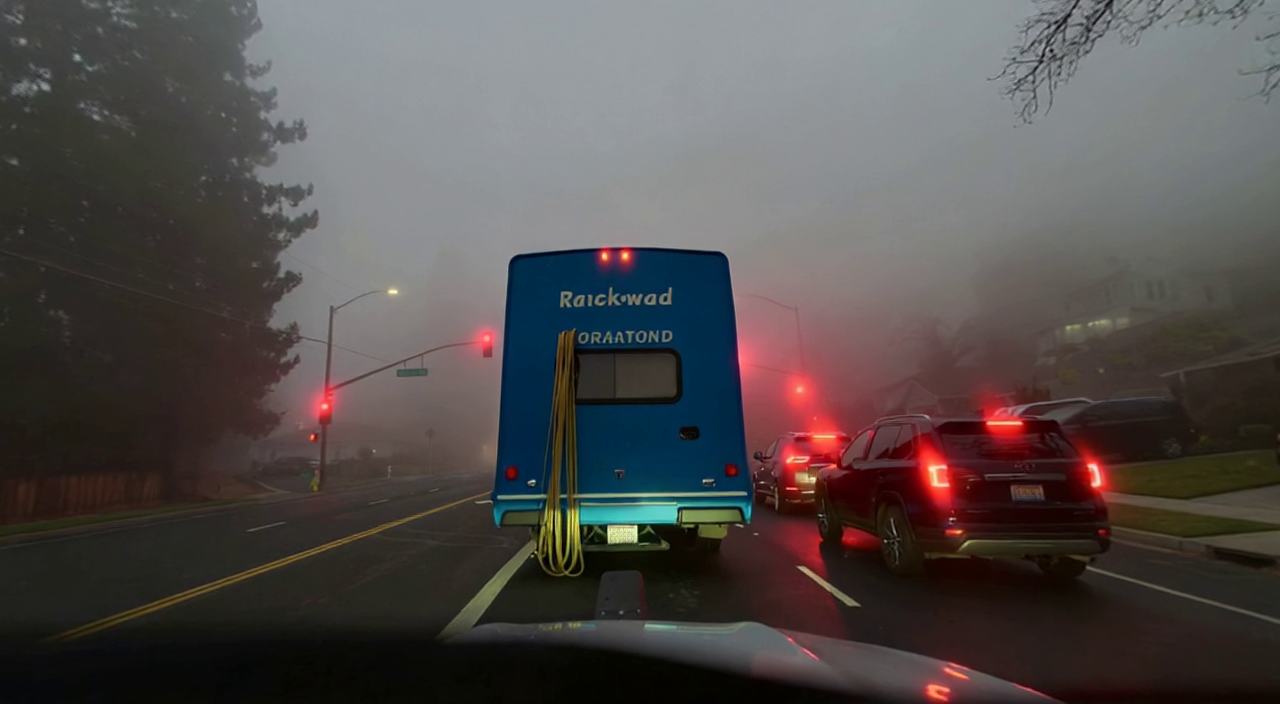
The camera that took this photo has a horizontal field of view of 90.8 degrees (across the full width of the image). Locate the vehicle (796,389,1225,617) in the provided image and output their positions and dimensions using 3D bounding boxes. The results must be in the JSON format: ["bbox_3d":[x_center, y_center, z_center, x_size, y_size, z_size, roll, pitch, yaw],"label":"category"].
[{"bbox_3d":[3.409,1.492,7.137,2.104,1.735,4.408,0,-9,0],"label":"vehicle"}]

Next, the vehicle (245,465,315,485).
[{"bbox_3d":[-27.414,9.352,48.141,4.187,1.445,1.809,0,-9,0],"label":"vehicle"}]

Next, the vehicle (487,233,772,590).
[{"bbox_3d":[-0.106,1.123,10.307,2.709,3.511,8.213,0,-9,0],"label":"vehicle"}]

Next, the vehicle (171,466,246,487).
[{"bbox_3d":[-32.694,9.403,47.950,4.311,1.458,1.707,0,-9,-3],"label":"vehicle"}]
